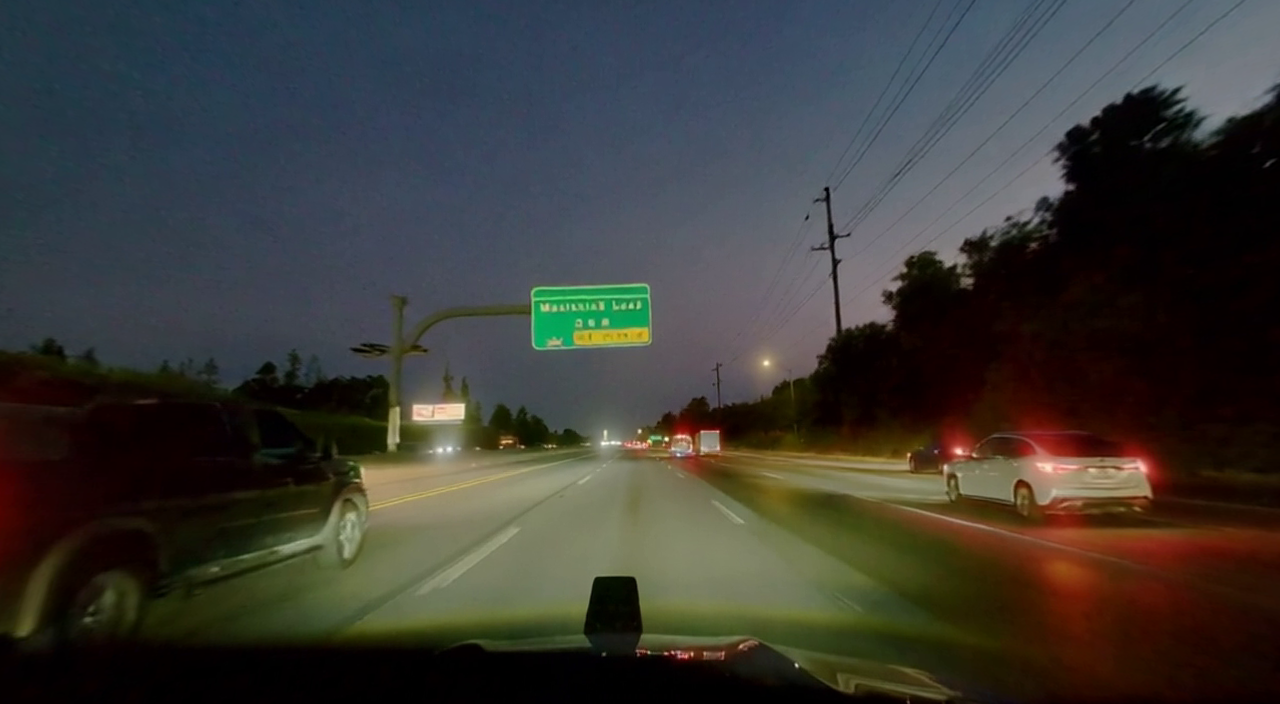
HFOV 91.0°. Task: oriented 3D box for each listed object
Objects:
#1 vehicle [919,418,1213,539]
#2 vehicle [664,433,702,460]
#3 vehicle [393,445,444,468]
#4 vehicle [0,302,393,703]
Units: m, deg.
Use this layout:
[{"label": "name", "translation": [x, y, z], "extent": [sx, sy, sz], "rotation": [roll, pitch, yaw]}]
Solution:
[{"label": "vehicle", "translation": [6.872, 2.067, 10.935], "extent": [1.976, 1.646, 4.370], "rotation": [0, -8, -1]}, {"label": "vehicle", "translation": [3.329, 7.458, 49.616], "extent": [2.484, 2.024, 5.265], "rotation": [0, -8, -1]}, {"label": "vehicle", "translation": [-14.790, 6.960, 42.229], "extent": [1.857, 1.461, 4.195], "rotation": [0, -8, 1]}, {"label": "vehicle", "translation": [-4.485, 1.033, 4.976], "extent": [2.508, 2.023, 6.176], "rotation": [0, -8, 0]}]
